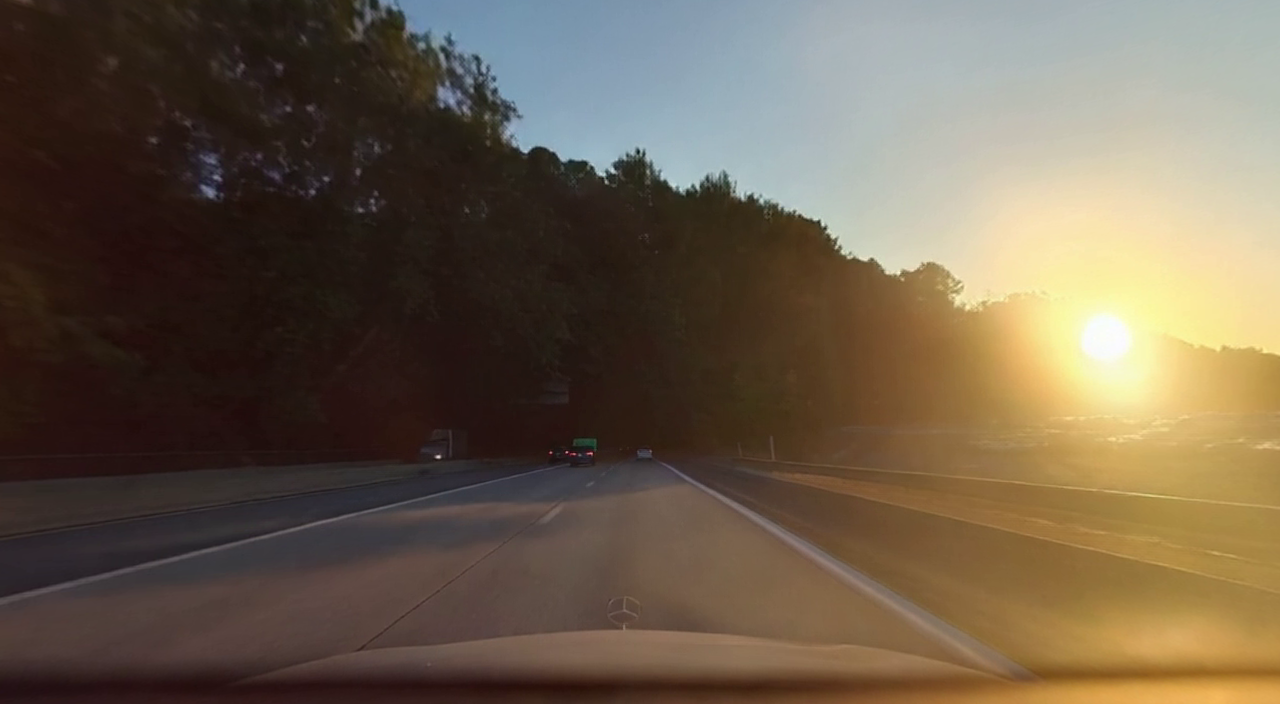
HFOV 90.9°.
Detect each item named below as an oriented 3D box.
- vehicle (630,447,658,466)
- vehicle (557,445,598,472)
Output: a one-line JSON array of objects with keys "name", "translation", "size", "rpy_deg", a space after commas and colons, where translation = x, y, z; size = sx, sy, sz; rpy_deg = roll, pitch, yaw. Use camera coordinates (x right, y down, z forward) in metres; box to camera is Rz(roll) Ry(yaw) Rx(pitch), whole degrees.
[{"name": "vehicle", "translation": [0.279, 7.877, 47.548], "size": [1.989, 1.402, 3.831], "rpy_deg": [0, -9, -1]}, {"name": "vehicle", "translation": [-3.743, 6.437, 38.303], "size": [2.112, 1.498, 4.117], "rpy_deg": [0, -9, -1]}]
